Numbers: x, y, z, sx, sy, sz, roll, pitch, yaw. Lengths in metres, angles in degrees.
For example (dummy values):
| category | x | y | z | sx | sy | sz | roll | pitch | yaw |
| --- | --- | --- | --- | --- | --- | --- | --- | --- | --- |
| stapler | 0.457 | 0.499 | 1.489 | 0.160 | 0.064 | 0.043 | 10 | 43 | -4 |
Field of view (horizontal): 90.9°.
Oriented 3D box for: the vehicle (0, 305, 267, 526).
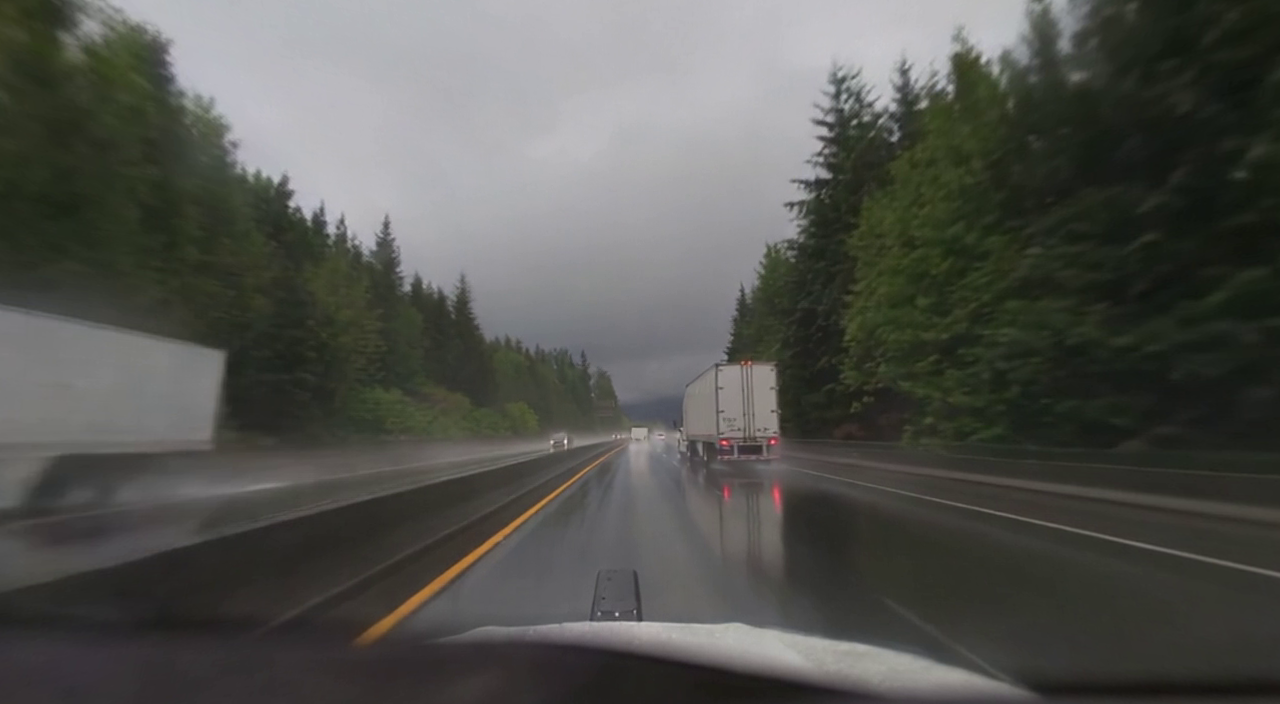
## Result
| category | x | y | z | sx | sy | sz | roll | pitch | yaw |
| --- | --- | --- | --- | --- | --- | --- | --- | --- | --- |
| vehicle | -13.230 | 1.677 | 15.627 | 2.903 | 4.077 | 8.147 | 0 | -7 | 0 |

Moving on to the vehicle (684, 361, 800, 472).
| category | x | y | z | sx | sy | sz | roll | pitch | yaw |
| --- | --- | --- | --- | --- | --- | --- | --- | --- | --- |
| vehicle | 4.168 | 3.225 | 29.851 | 2.951 | 4.007 | 13.976 | 0 | -7 | -1 |
